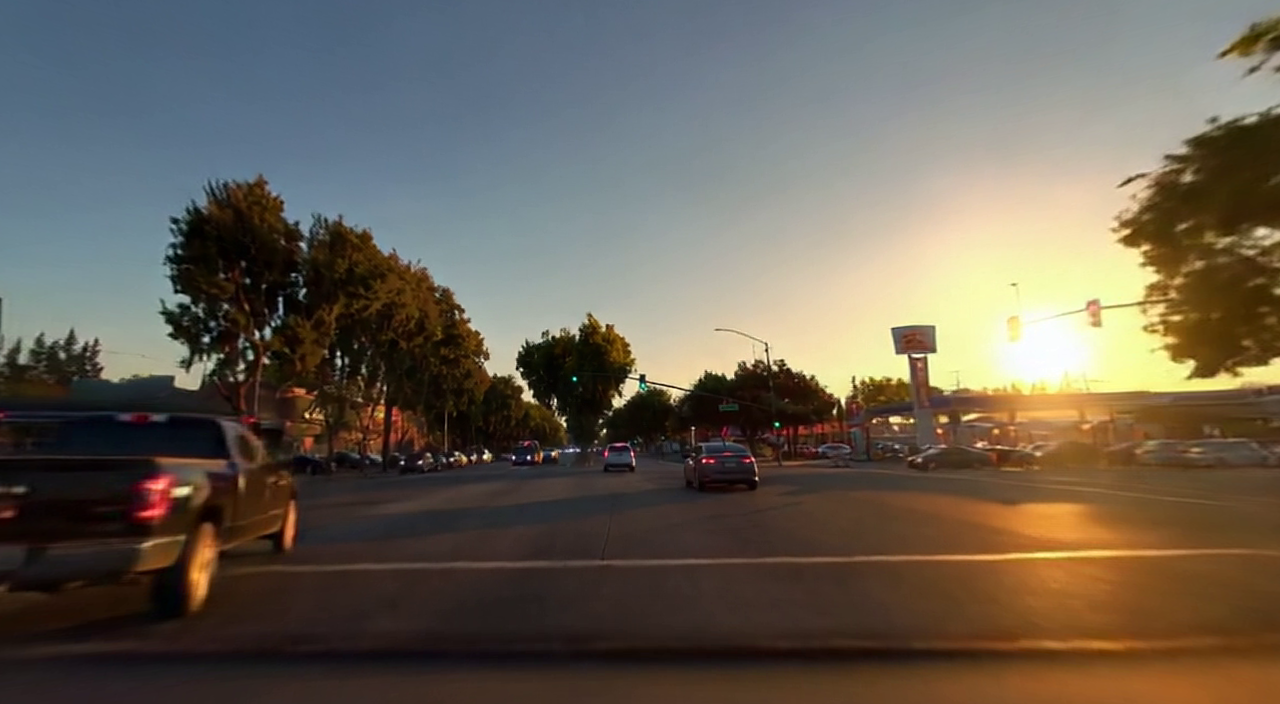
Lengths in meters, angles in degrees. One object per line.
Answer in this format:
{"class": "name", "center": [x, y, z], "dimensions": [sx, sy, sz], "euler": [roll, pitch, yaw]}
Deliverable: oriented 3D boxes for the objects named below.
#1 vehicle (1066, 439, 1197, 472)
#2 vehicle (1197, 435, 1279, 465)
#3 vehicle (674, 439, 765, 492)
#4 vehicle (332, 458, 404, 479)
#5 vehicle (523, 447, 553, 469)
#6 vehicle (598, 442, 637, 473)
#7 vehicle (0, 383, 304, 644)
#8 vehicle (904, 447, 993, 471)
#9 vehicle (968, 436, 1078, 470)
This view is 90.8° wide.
{"class": "vehicle", "center": [23.003, 4.852, 29.643], "dimensions": [4.789, 1.455, 1.986], "euler": [1, -9, -9]}
{"class": "vehicle", "center": [36.979, 5.933, 38.366], "dimensions": [4.718, 1.706, 1.928], "euler": [1, -9, -9]}
{"class": "vehicle", "center": [2.369, 3.559, 20.166], "dimensions": [2.061, 1.487, 4.462], "euler": [0, -9, -4]}
{"class": "vehicle", "center": [-19.825, 8.490, 46.192], "dimensions": [4.428, 1.416, 1.759], "euler": [0, -9, 0]}
{"class": "vehicle", "center": [-7.871, 8.110, 48.583], "dimensions": [1.972, 1.466, 4.493], "euler": [2, -8, -12]}
{"class": "vehicle", "center": [-1.310, 5.837, 35.173], "dimensions": [2.029, 1.605, 3.827], "euler": [0, -9, -4]}
{"class": "vehicle", "center": [-5.698, 1.579, 7.338], "dimensions": [2.195, 1.905, 5.634], "euler": [3, -9, -19]}
{"class": "vehicle", "center": [19.889, 6.894, 40.883], "dimensions": [4.637, 1.443, 2.050], "euler": [0, -8, -1]}
{"class": "vehicle", "center": [21.775, 5.745, 36.033], "dimensions": [4.950, 1.760, 2.213], "euler": [1, -9, -9]}
